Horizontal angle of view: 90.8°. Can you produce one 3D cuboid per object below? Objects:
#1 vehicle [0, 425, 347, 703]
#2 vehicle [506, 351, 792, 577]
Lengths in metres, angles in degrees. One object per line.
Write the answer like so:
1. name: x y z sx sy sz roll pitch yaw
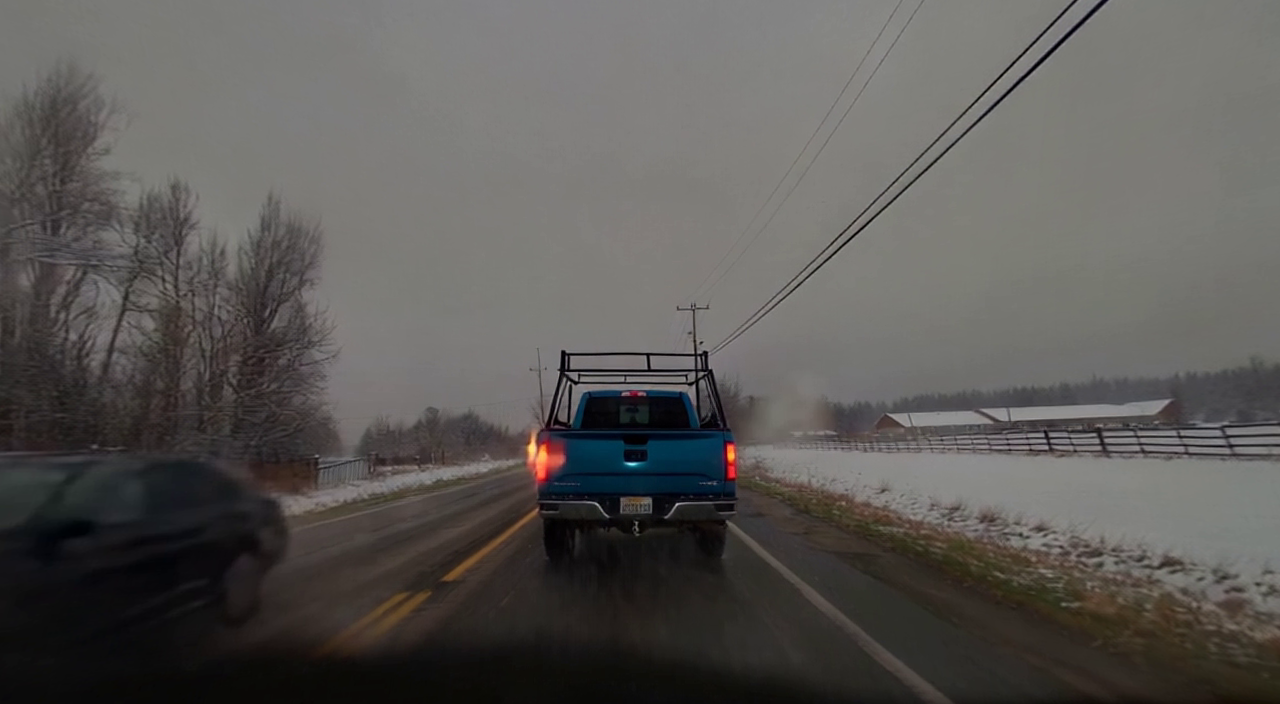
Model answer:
1. vehicle: -4.072 1.287 4.352 2.014 1.459 4.349 0 -8 0
2. vehicle: -0.002 1.673 10.203 2.912 2.320 7.292 0 -8 -2
